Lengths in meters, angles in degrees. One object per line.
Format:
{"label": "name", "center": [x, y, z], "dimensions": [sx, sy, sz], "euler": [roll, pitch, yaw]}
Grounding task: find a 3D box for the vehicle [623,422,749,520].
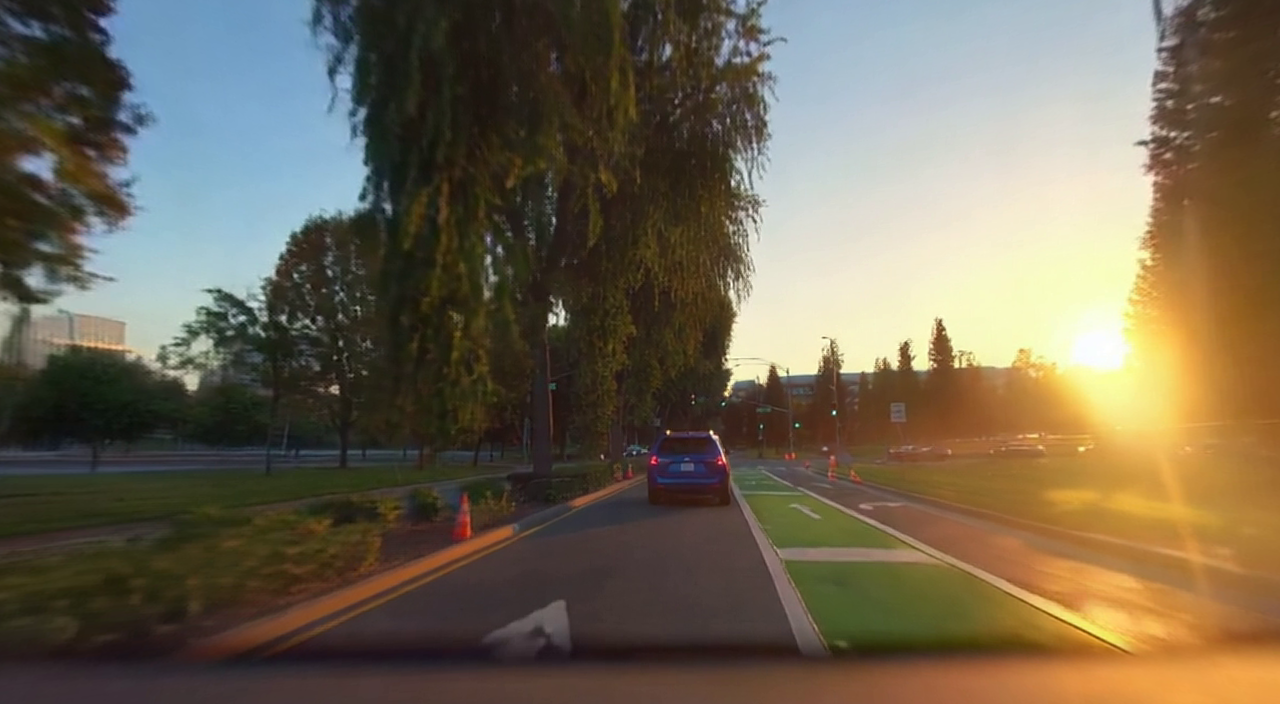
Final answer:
{"label": "vehicle", "center": [1.086, 2.558, 14.141], "dimensions": [2.339, 1.790, 4.629], "euler": [-1, -9, 6]}
